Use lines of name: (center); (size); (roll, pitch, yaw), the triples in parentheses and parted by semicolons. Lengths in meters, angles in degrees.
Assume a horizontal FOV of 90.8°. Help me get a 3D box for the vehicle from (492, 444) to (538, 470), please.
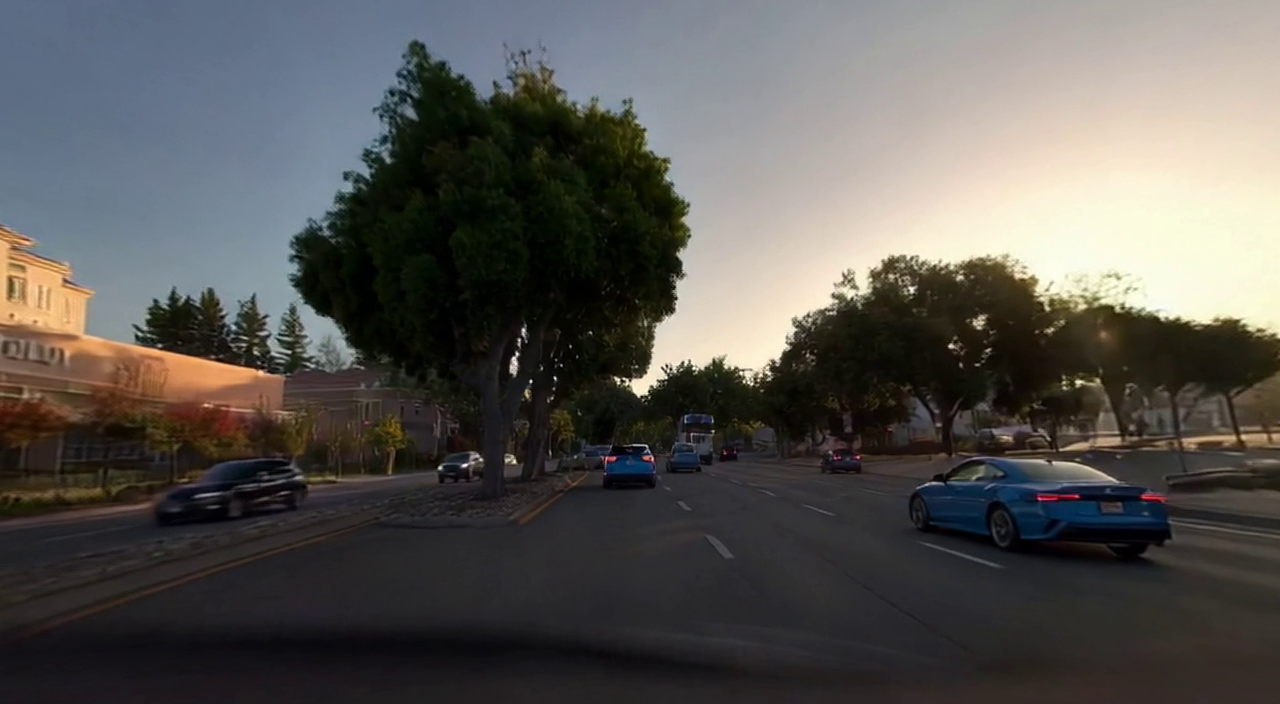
vehicle: (-9.374, 7.900, 47.727); (2.356, 1.885, 4.920); (-1, -9, 1)

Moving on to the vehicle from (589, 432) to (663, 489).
vehicle: (-0.478, 3.681, 21.702); (2.266, 1.762, 4.131); (0, -9, -1)

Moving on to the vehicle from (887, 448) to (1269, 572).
vehicle: (5.574, 2.033, 8.990); (2.258, 1.294, 4.312); (0, -9, -2)

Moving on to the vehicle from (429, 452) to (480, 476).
vehicle: (-12.610, 7.622, 43.204); (1.978, 1.499, 4.779); (0, -9, 1)

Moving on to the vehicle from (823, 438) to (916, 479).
vehicle: (9.036, 4.225, 25.325); (2.045, 1.484, 4.342); (0, -9, -1)

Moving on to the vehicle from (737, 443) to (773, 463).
vehicle: (9.022, 7.964, 49.802); (1.919, 1.506, 4.442); (0, -9, -1)

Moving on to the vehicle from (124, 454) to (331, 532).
vehicle: (-9.638, 3.278, 15.330); (1.989, 1.542, 4.435); (0, -9, 1)

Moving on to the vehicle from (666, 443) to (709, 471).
vehicle: (2.611, 5.933, 36.001); (2.078, 1.471, 4.142); (0, -9, -1)
